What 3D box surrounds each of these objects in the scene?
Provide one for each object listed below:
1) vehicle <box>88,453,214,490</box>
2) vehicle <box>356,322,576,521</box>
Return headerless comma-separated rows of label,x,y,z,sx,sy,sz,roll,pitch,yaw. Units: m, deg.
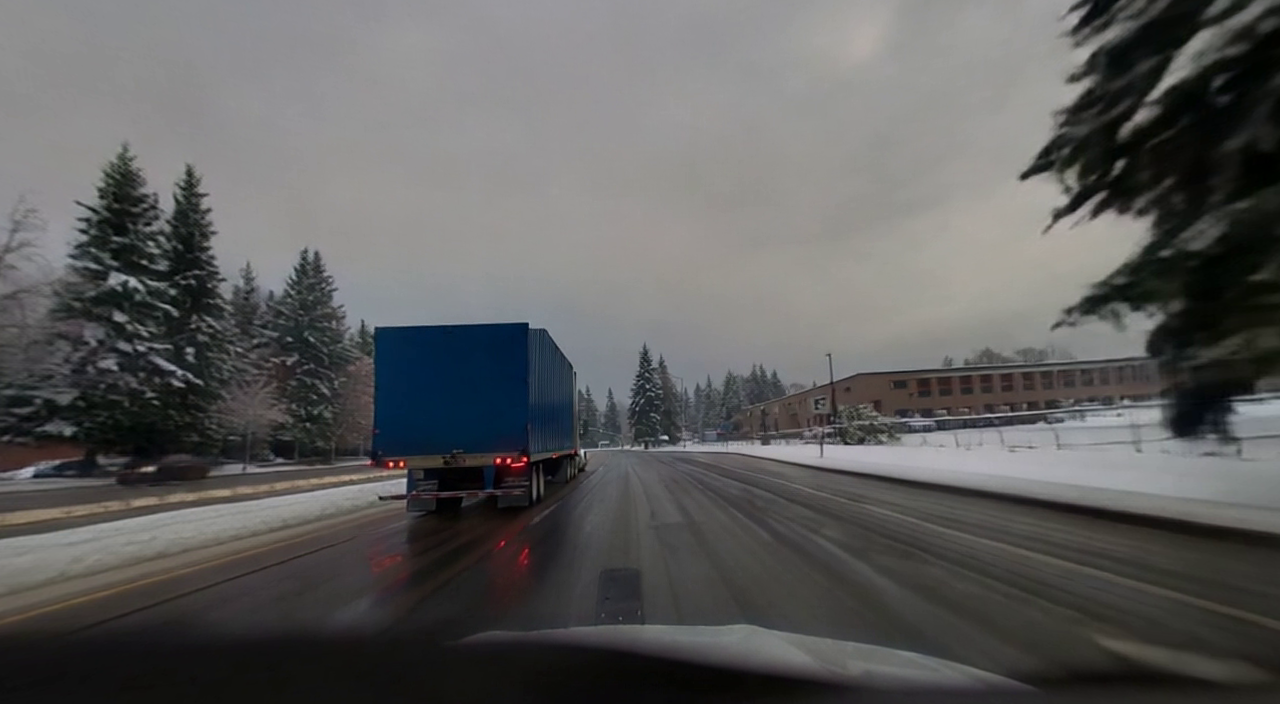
vehicle,-22.217,5.408,29.011,2.022,1.493,4.767,0,-8,0
vehicle,-3.418,1.778,15.167,2.910,3.419,8.376,0,-8,0
